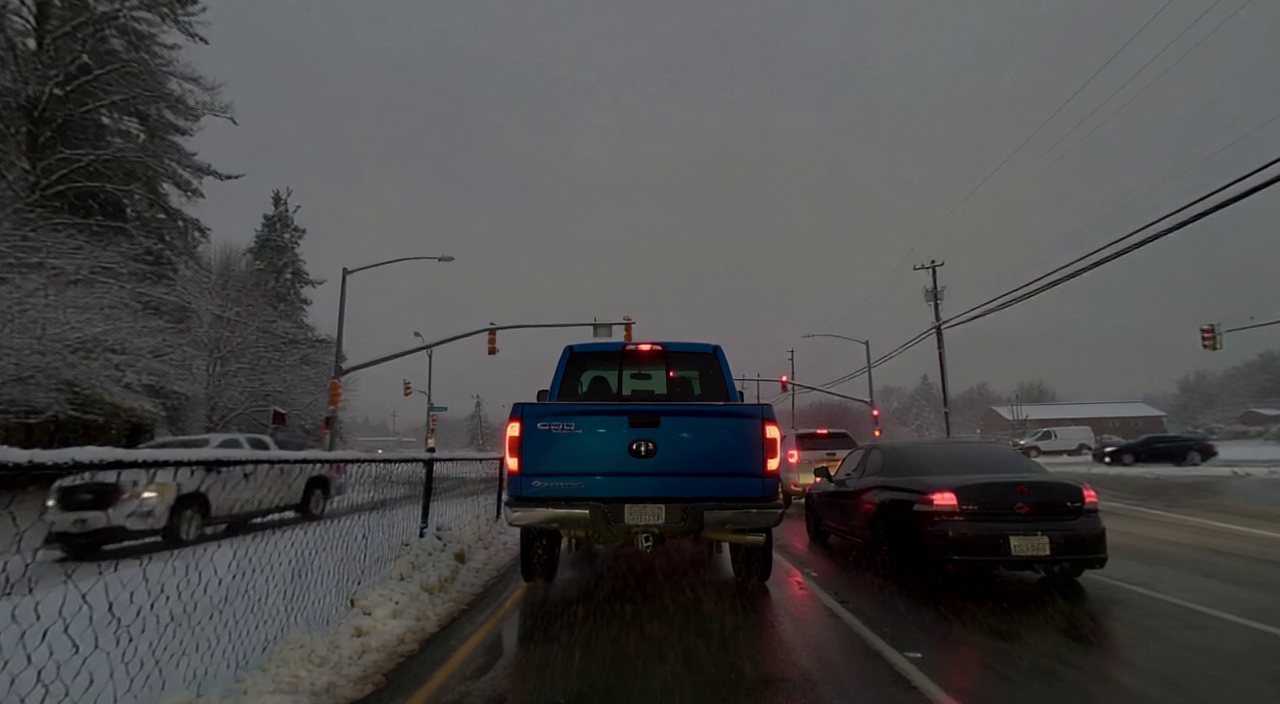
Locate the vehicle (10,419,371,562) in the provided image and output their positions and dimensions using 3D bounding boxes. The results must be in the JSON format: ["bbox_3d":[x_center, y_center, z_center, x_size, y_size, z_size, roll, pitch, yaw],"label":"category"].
[{"bbox_3d":[-7.458,2.330,11.539,2.455,1.971,5.329,-1,-8,3],"label":"vehicle"}]

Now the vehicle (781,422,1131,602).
[{"bbox_3d":[3.114,1.645,7.380,1.993,1.495,4.060,0,-8,0],"label":"vehicle"}]

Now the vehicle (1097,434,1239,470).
[{"bbox_3d":[26.279,4.992,31.612,4.871,1.673,2.153,-2,-9,14],"label":"vehicle"}]

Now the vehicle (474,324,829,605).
[{"bbox_3d":[0.099,1.343,8.236,2.831,2.284,6.149,0,-8,0],"label":"vehicle"}]
